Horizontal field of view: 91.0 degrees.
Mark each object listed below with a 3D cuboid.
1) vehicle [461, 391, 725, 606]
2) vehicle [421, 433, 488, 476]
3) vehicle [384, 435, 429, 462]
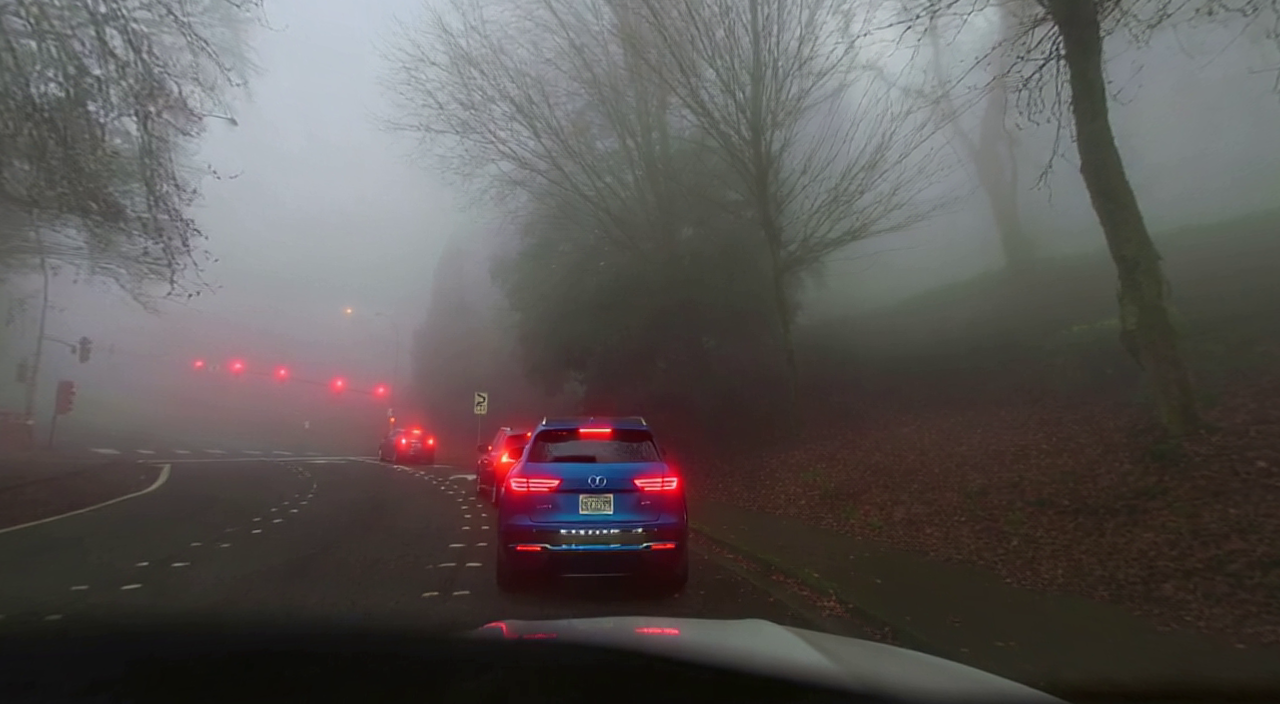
[{"bbox_3d":[-0.682,1.462,7.204,2.134,1.671,4.147,1,-8,-9],"label":"vehicle"},{"bbox_3d":[-7.294,3.947,24.484,1.902,1.536,3.662,4,-9,-25],"label":"vehicle"},{"bbox_3d":[-13.765,5.644,36.906,1.863,1.488,4.426,4,-9,-27],"label":"vehicle"}]
